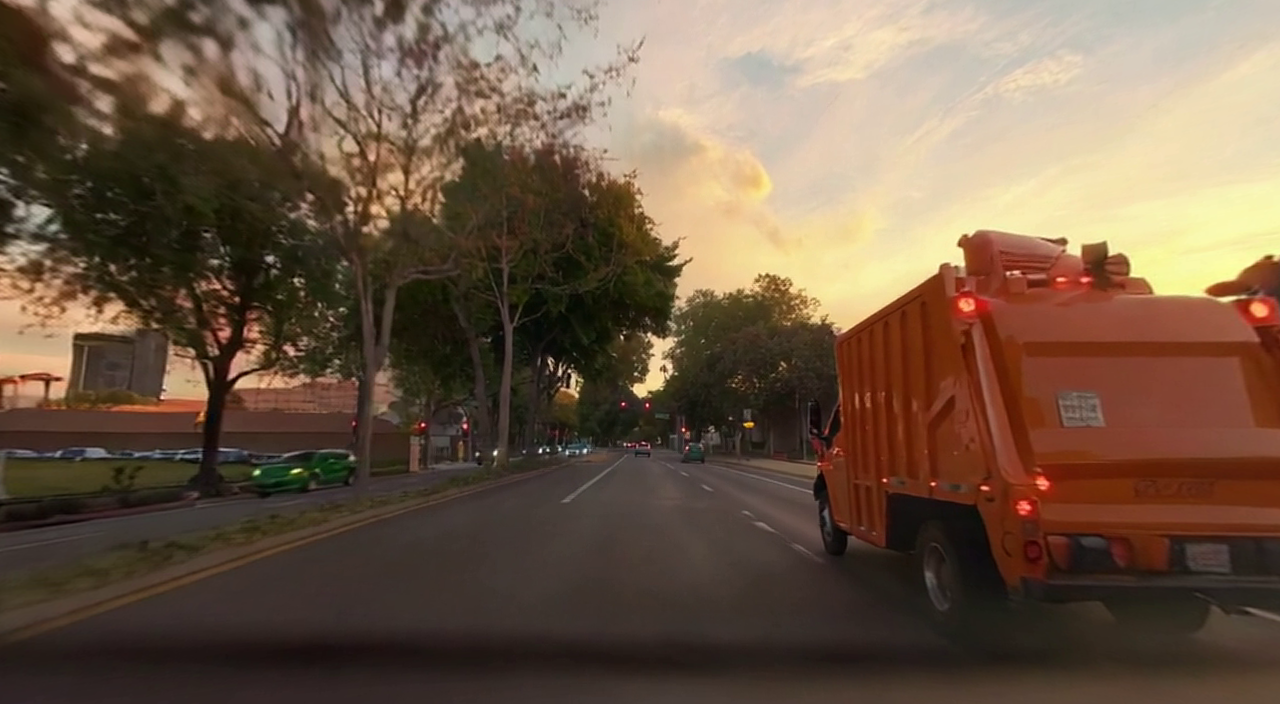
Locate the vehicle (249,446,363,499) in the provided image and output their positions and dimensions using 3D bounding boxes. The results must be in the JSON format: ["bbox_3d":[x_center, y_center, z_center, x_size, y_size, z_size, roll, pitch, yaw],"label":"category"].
[{"bbox_3d":[-13.687,4.914,26.260,2.140,1.961,4.641,0,-8,0],"label":"vehicle"}]

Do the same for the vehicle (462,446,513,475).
[{"bbox_3d":[-10.004,7.140,41.784,2.152,1.748,4.577,0,-8,1],"label":"vehicle"}]

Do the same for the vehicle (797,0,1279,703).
[{"bbox_3d":[3.610,0.454,4.956,2.867,3.402,7.137,0,-8,0],"label":"vehicle"}]

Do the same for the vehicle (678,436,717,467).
[{"bbox_3d":[3.771,6.617,42.142,2.099,1.936,4.575,0,-8,-1],"label":"vehicle"}]
